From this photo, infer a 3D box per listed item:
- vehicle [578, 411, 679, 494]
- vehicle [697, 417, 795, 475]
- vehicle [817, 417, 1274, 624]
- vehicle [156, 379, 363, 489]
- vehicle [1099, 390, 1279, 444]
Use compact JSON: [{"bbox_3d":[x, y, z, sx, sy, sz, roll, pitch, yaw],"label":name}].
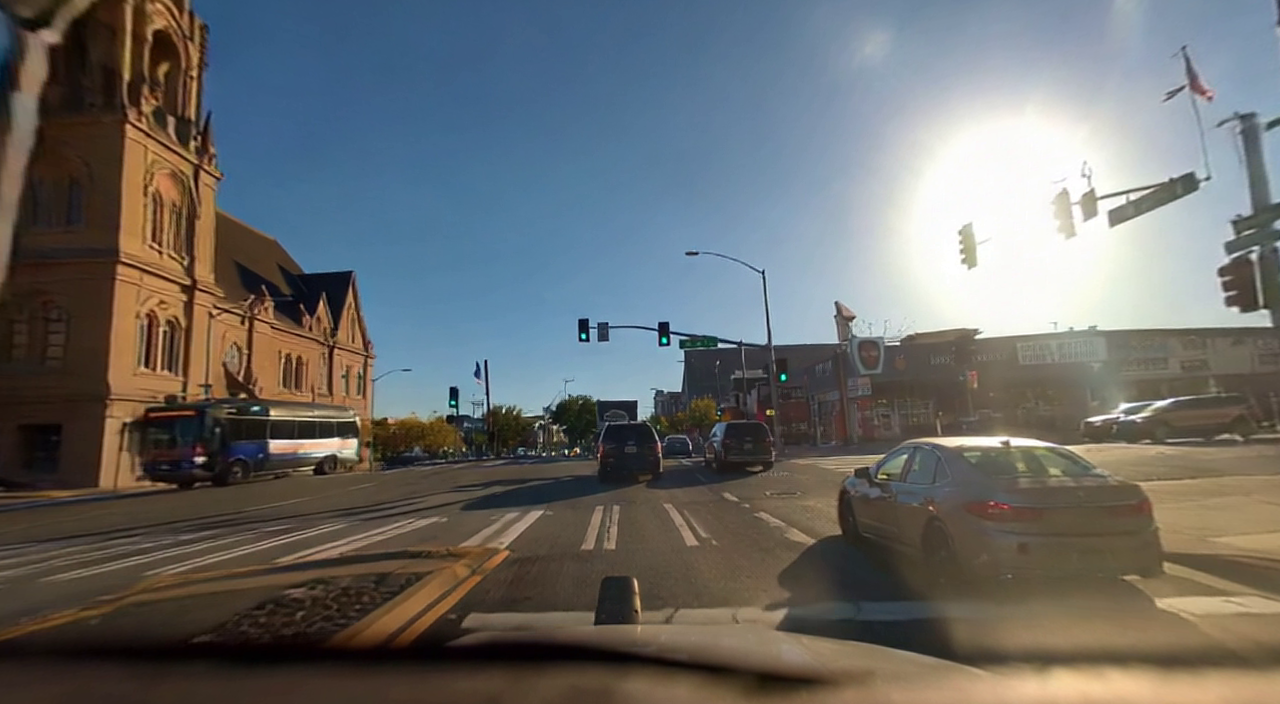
[{"bbox_3d":[-0.389,2.470,15.763,2.168,1.776,4.135,0,-8,-4],"label":"vehicle"},{"bbox_3d":[2.933,2.745,18.489,1.890,1.491,4.166,0,-8,-4],"label":"vehicle"},{"bbox_3d":[3.577,1.543,6.857,1.883,1.472,4.471,0,-8,-2],"label":"vehicle"},{"bbox_3d":[-15.011,3.442,26.160,3.126,3.773,8.662,0,-8,0],"label":"vehicle"},{"bbox_3d":[17.309,2.074,19.794,4.255,1.590,1.999,0,-8,-1],"label":"vehicle"}]
